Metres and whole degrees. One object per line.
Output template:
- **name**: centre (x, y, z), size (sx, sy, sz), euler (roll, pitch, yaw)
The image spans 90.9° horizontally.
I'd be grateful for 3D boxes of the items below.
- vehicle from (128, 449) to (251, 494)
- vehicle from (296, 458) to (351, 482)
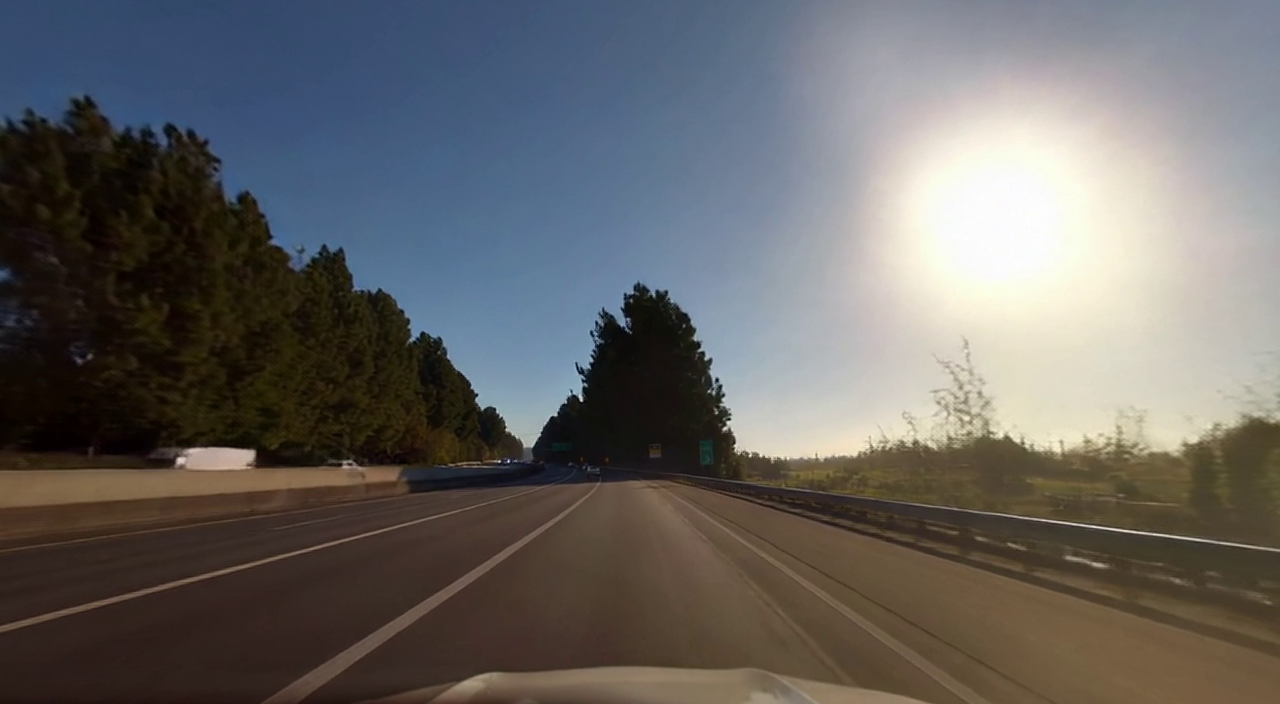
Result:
- **vehicle**: centre (-16.426, 4.396, 23.233), size (1.765, 1.472, 3.659), euler (1, -10, 0)
- **vehicle**: centre (-20.788, 7.762, 41.534), size (1.765, 1.441, 3.613), euler (1, -10, 0)
